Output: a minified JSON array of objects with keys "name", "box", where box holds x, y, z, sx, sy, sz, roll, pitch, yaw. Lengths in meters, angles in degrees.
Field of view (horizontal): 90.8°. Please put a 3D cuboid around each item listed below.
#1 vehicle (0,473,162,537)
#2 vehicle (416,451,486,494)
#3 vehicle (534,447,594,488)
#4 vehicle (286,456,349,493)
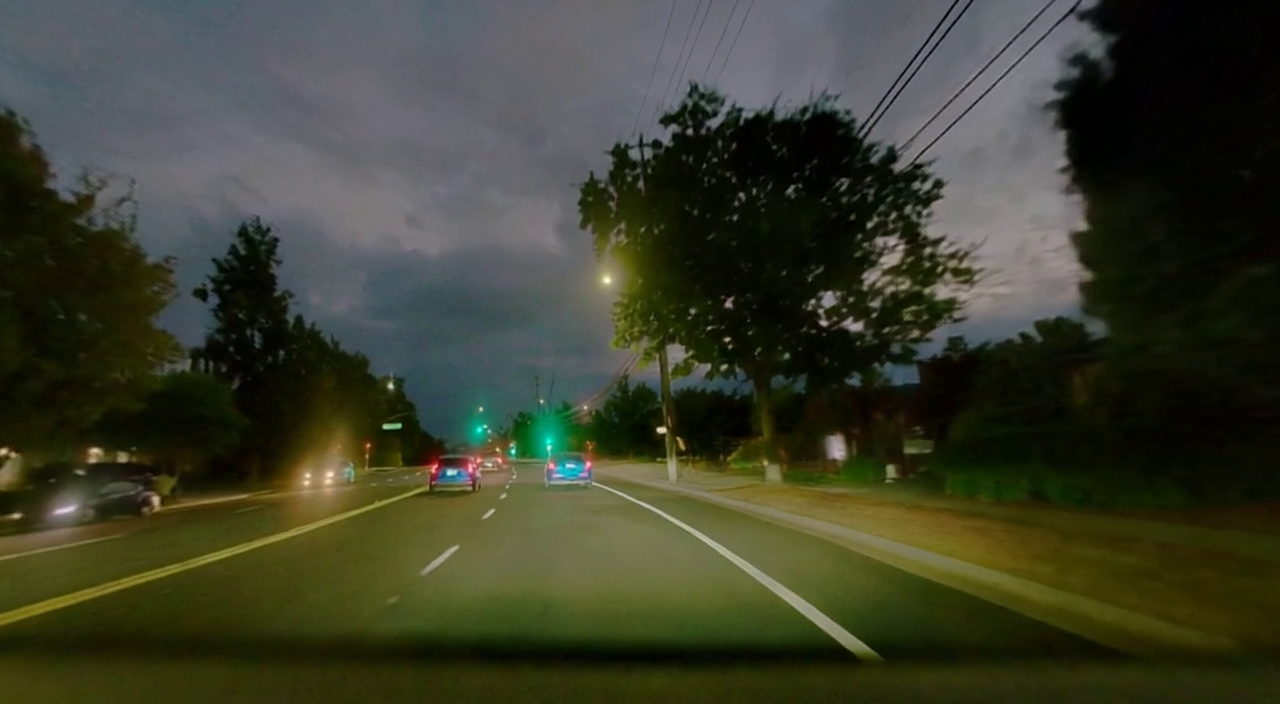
[{"name":"vehicle","box":[-16.548,4.385,18.600,1.944,1.458,4.549,1,-9,-9]},{"name":"vehicle","box":[-7.015,4.482,23.899,1.913,1.425,4.235,1,-9,-8]},{"name":"vehicle","box":[-3.207,4.706,26.012,2.168,1.504,4.284,2,-9,-10]},{"name":"vehicle","box":[-20.832,7.897,41.068,2.094,2.000,5.603,2,-8,-11]}]
